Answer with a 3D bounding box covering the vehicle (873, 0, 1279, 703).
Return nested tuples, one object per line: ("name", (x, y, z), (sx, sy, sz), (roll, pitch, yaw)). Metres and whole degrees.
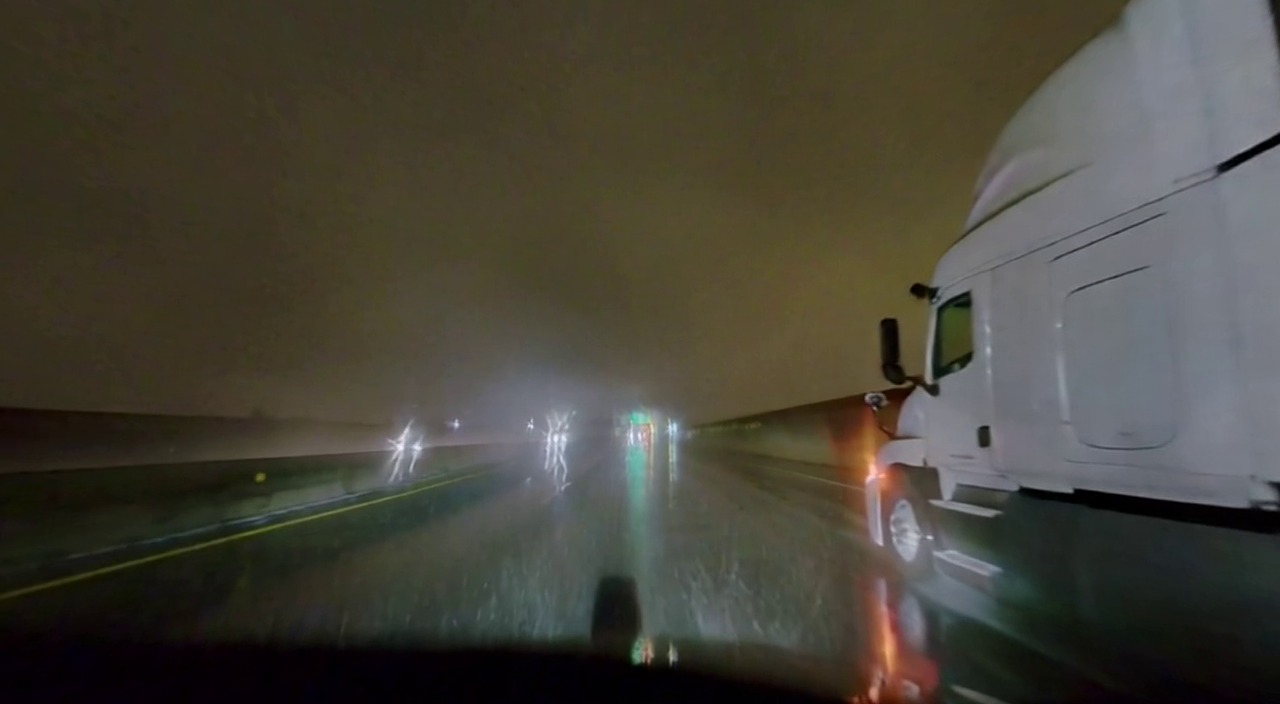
("vehicle", (3.830, -0.083, 2.872), (2.966, 3.986, 6.223), (0, -8, -1))
